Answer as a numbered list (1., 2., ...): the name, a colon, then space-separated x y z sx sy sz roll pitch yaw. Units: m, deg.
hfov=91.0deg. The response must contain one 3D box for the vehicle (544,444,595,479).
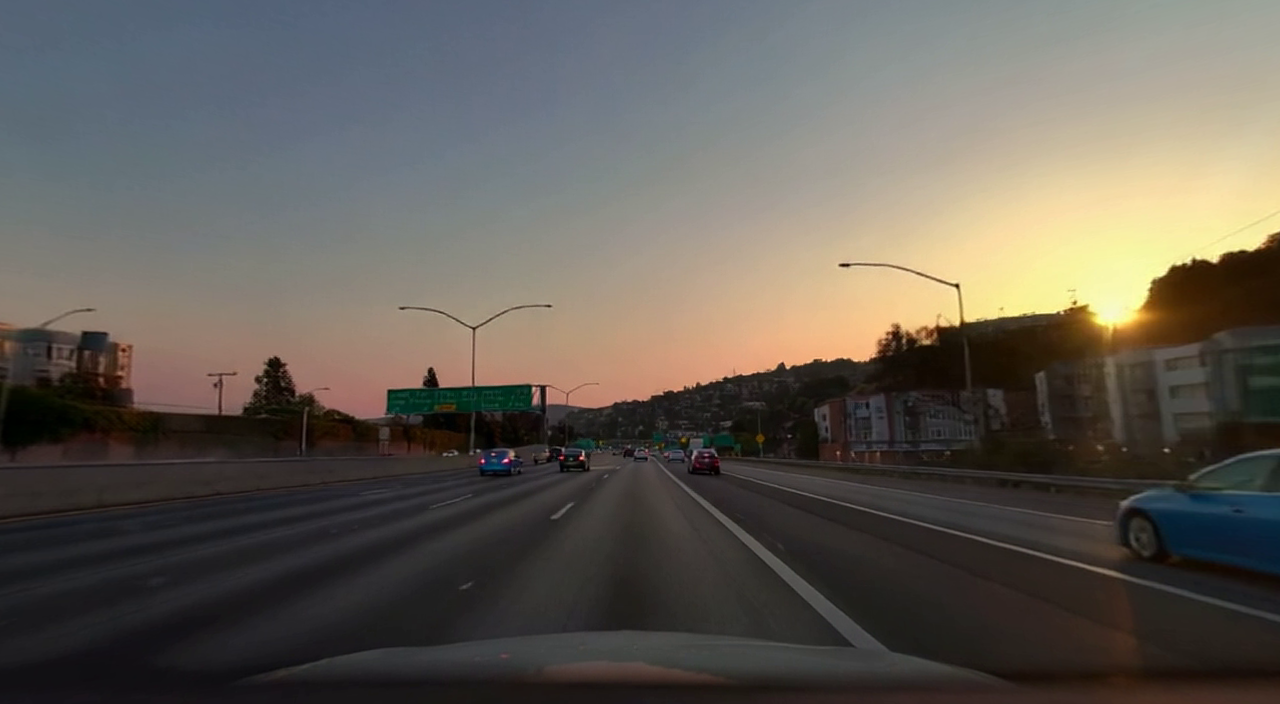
1. vehicle: -3.578 5.616 32.689 2.091 1.664 4.157 0 -9 1

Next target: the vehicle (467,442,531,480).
1. vehicle: -6.906 5.346 31.291 2.112 1.721 4.381 0 -9 1

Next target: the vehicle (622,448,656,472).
1. vehicle: -0.069 7.270 42.627 2.166 1.496 4.158 0 -9 0

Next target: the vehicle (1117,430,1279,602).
1. vehicle: 6.938 1.479 5.512 1.981 1.587 4.519 0 -9 0

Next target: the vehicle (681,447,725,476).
1. vehicle: 3.625 6.380 36.939 2.077 1.527 4.553 0 -9 -1
